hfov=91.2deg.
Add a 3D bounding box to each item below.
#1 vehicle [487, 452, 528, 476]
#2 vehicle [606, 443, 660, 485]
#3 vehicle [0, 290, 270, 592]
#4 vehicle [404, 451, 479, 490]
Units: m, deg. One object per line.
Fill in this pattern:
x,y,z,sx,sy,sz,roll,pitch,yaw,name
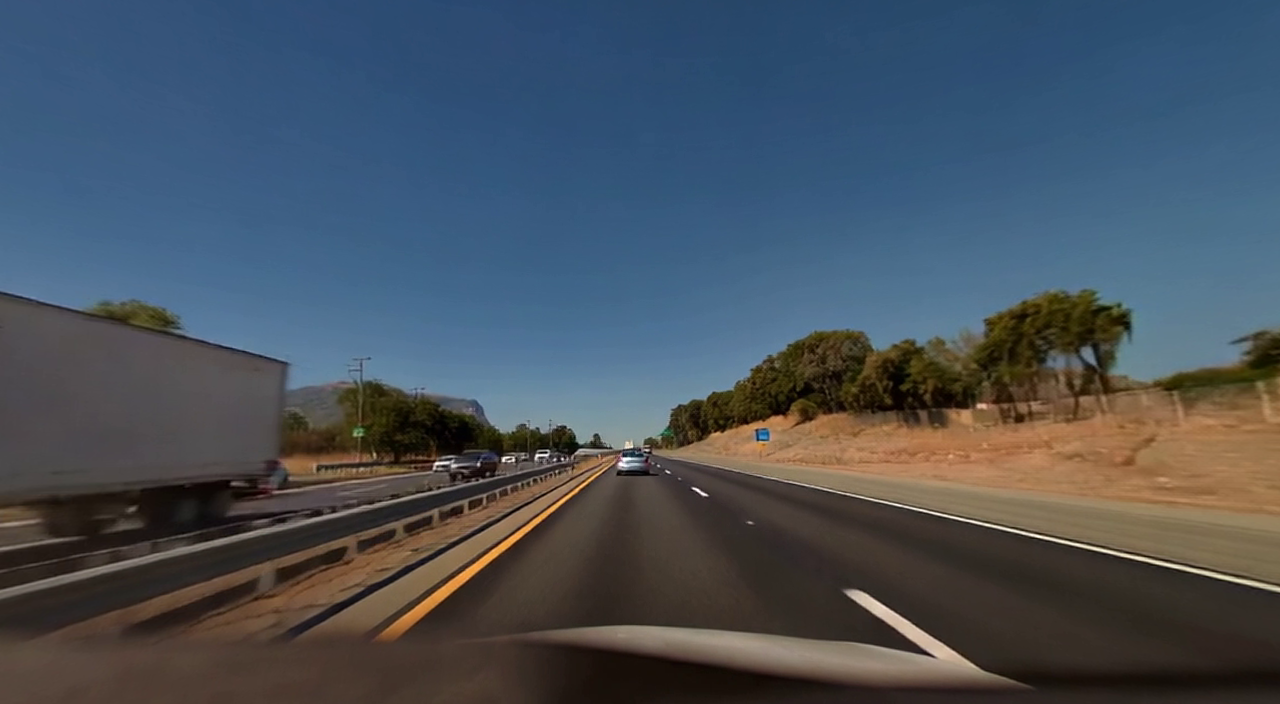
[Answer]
-8.812,7.448,42.005,1.873,1.488,4.057,0,-9,0,vehicle
-0.279,4.411,24.945,1.971,1.518,4.108,0,-9,-1,vehicle
-8.651,1.241,8.556,2.739,3.387,7.184,0,-9,0,vehicle
-8.901,5.320,28.482,1.923,1.545,4.492,0,-9,0,vehicle
